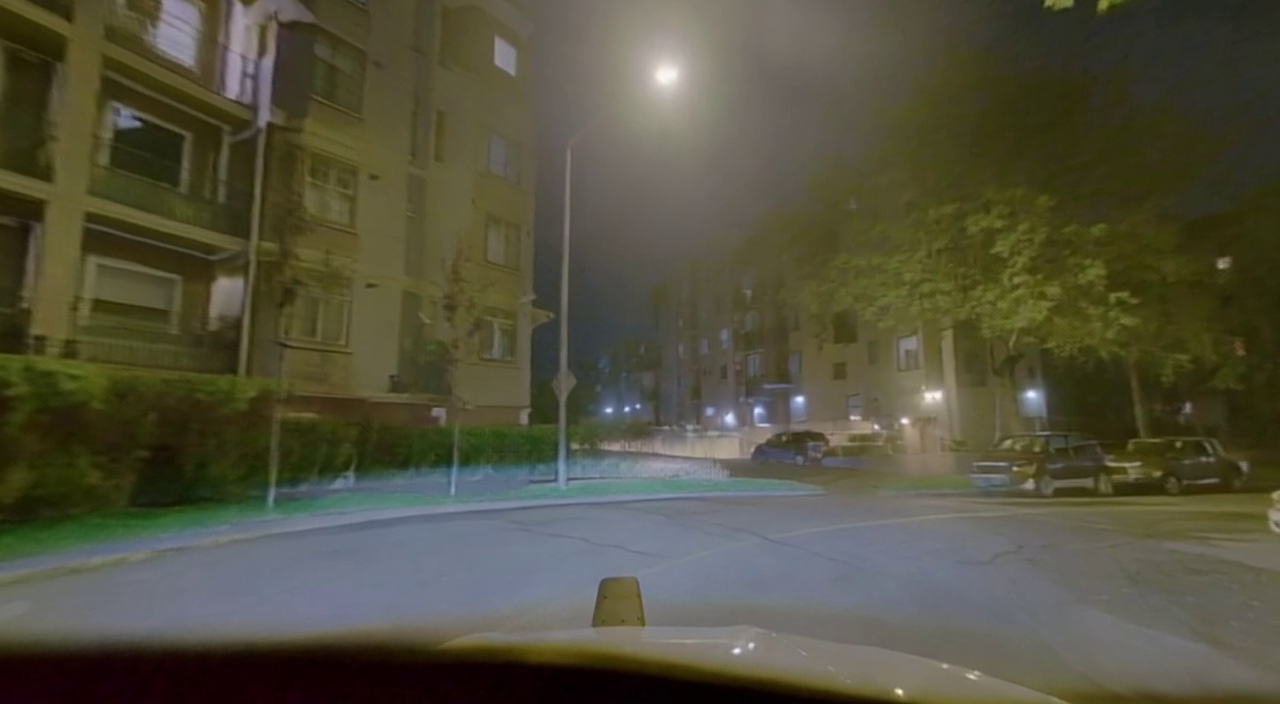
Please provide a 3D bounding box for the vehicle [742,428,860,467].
[{"bbox_3d":[6.520,3.829,25.508,4.714,1.458,1.812,5,-9,-32],"label":"vehicle"}]

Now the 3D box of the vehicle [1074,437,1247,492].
[{"bbox_3d":[16.183,3.431,19.648,4.696,1.478,1.902,2,-9,-20],"label":"vehicle"}]

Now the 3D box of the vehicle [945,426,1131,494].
[{"bbox_3d":[11.347,3.029,18.076,4.584,1.744,1.946,3,-8,-19],"label":"vehicle"}]
